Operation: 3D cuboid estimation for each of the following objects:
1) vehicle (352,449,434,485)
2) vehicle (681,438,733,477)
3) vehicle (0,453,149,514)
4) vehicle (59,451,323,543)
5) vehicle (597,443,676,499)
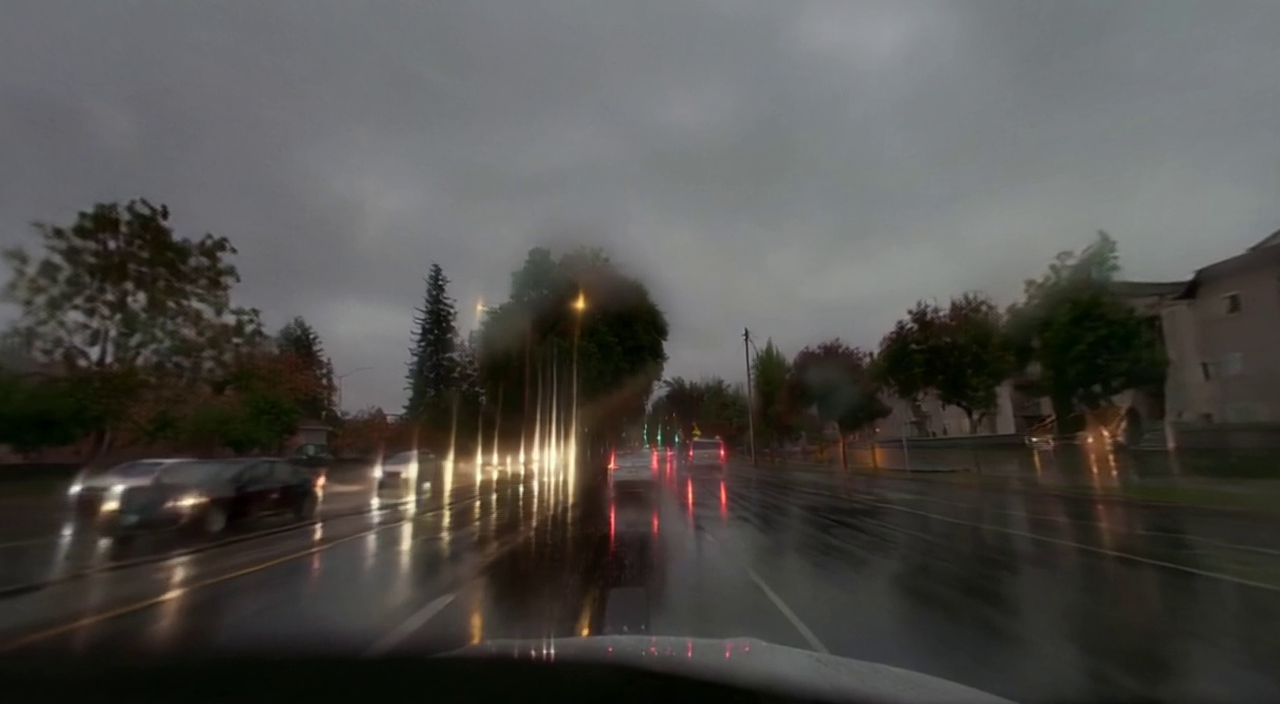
[{"bbox_3d":[-11.422,5.340,29.508,1.917,1.488,4.611,0,-8,1],"label":"vehicle"},{"bbox_3d":[3.281,5.273,31.743,2.073,1.822,4.276,0,-8,0],"label":"vehicle"},{"bbox_3d":[-18.622,4.108,20.230,1.906,1.655,4.691,0,-8,1],"label":"vehicle"},{"bbox_3d":[-8.688,2.802,12.877,2.035,1.463,4.527,0,-8,0],"label":"vehicle"},{"bbox_3d":[-0.106,3.525,19.114,2.140,1.474,4.026,0,-8,0],"label":"vehicle"}]
